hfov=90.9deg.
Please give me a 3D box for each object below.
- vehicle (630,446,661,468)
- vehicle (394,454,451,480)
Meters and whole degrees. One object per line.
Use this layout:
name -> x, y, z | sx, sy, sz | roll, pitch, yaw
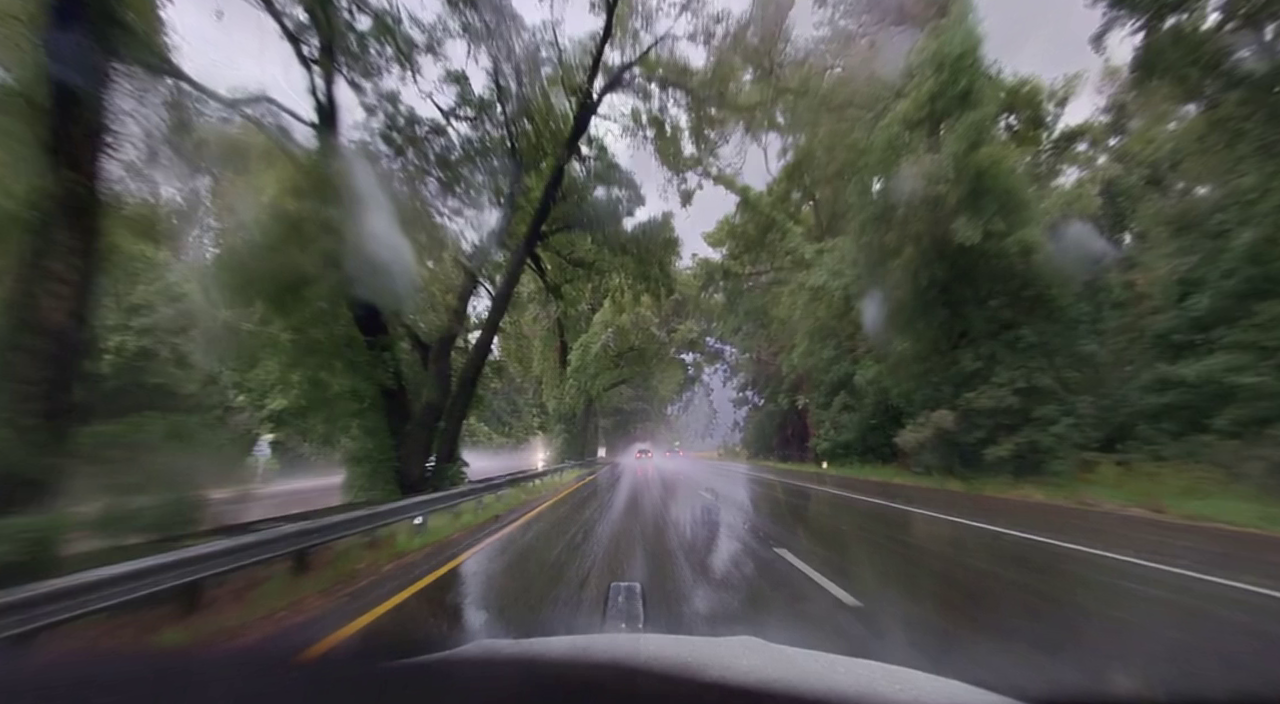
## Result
vehicle -> 0.398, 7.628, 45.753 | 2.162, 1.492, 3.975 | 0, -9, 0
vehicle -> -12.724, 6.753, 37.099 | 1.954, 1.399, 3.750 | 0, -9, 0
